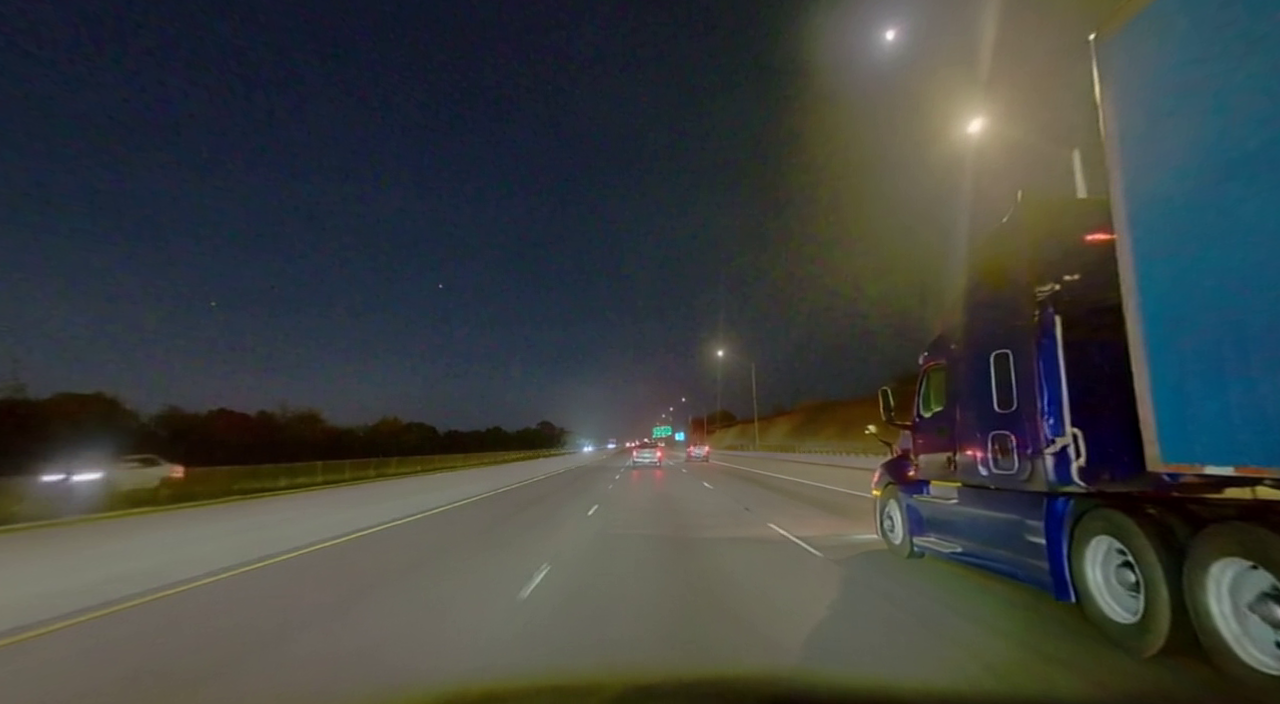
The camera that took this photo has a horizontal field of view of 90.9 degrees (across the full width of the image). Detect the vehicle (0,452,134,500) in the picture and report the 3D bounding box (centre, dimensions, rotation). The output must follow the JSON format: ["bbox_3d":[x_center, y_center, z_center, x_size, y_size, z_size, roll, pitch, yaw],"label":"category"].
[{"bbox_3d":[-20.934,4.328,22.418,1.899,1.469,4.605,-1,-8,3],"label":"vehicle"}]

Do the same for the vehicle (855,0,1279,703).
[{"bbox_3d":[4.303,-0.015,3.768,3.030,3.985,8.655,-1,-8,1],"label":"vehicle"}]

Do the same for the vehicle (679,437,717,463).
[{"bbox_3d":[4.213,7.272,46.789,2.215,1.798,4.776,0,-8,-1],"label":"vehicle"}]

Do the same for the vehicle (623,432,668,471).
[{"bbox_3d":[0.267,5.221,33.169,2.205,1.860,4.301,0,-8,-1],"label":"vehicle"}]
